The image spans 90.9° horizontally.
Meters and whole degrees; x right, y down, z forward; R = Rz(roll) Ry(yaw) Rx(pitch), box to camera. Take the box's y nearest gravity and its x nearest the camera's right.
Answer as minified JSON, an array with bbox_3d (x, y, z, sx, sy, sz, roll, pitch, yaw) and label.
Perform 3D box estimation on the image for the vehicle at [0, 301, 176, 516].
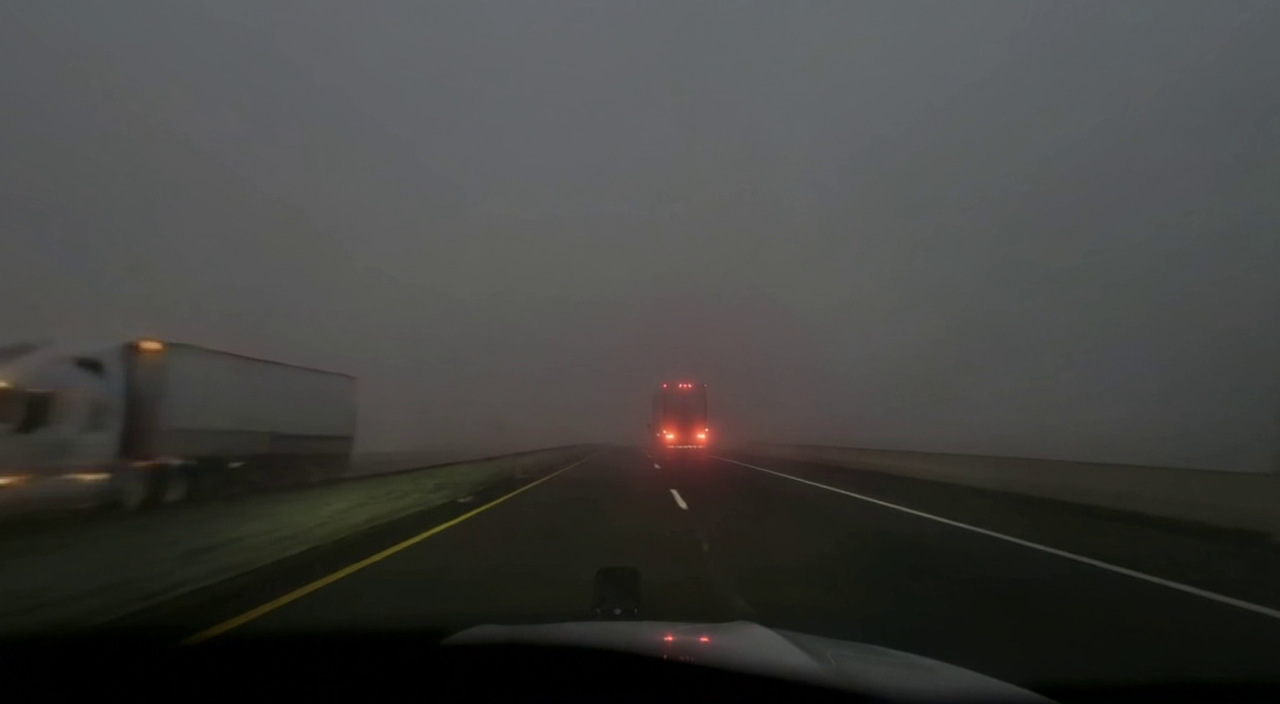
[{"bbox_3d":[-14.446,1.346,14.221,2.993,4.321,6.272,0,-8,0],"label":"vehicle"}]

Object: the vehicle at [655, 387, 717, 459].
[{"bbox_3d":[2.727,4.885,42.286,2.924,4.024,13.639,0,-8,-1],"label":"vehicle"}]
